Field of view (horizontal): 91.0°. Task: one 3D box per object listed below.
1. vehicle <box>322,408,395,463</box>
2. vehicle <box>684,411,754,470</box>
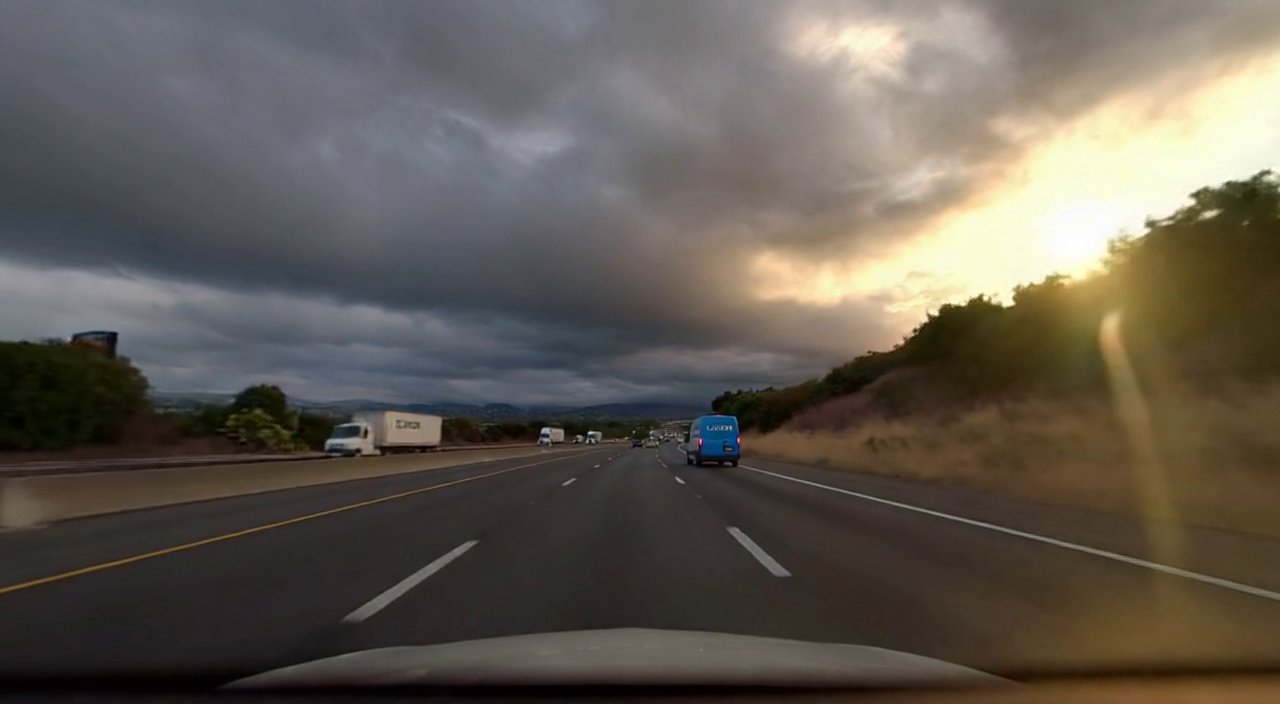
[{"bbox_3d":[-22.143,6.649,49.911,2.928,3.992,6.013,-1,-8,1],"label":"vehicle"},{"bbox_3d":[3.695,4.317,30.605,2.485,2.562,5.535,0,-8,-2],"label":"vehicle"}]
